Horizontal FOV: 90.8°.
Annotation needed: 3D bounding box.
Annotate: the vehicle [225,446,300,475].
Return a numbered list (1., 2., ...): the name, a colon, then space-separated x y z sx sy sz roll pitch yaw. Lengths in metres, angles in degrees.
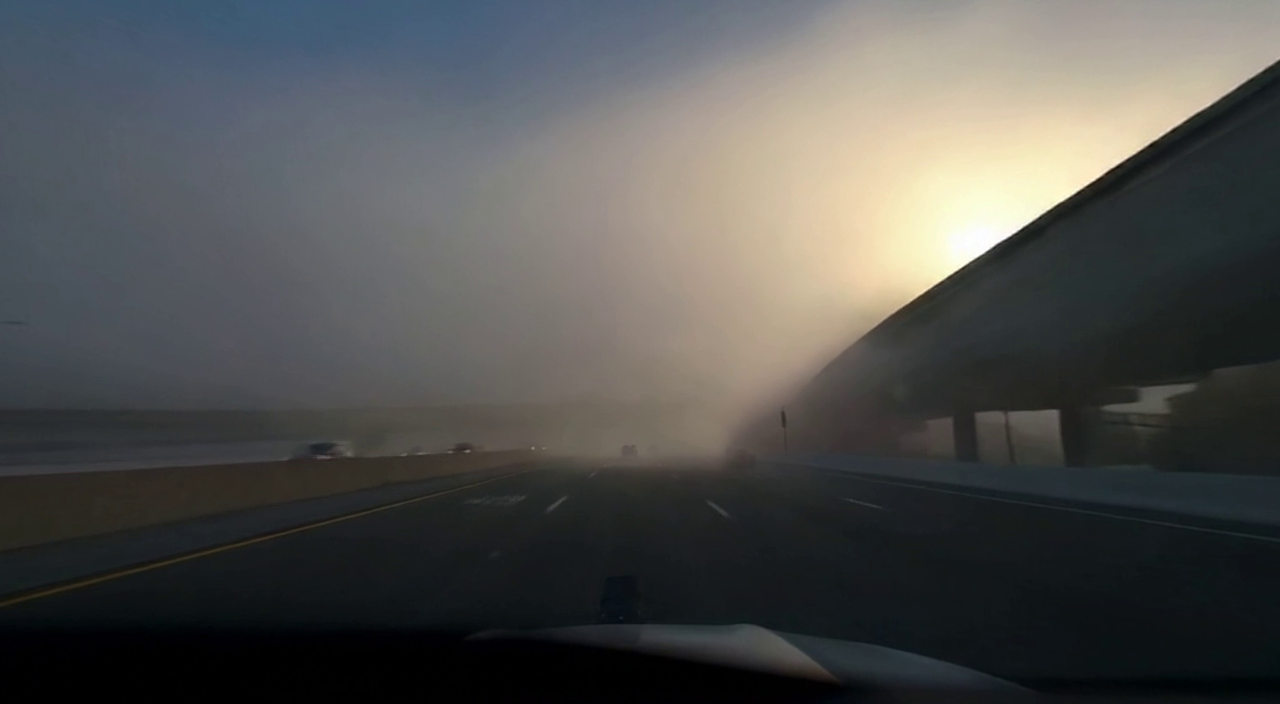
1. vehicle: -20.915 6.020 35.211 1.833 1.529 3.811 0 -9 -1

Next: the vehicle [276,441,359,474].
1. vehicle: -17.322 5.679 34.250 1.993 1.652 4.732 0 -9 0
